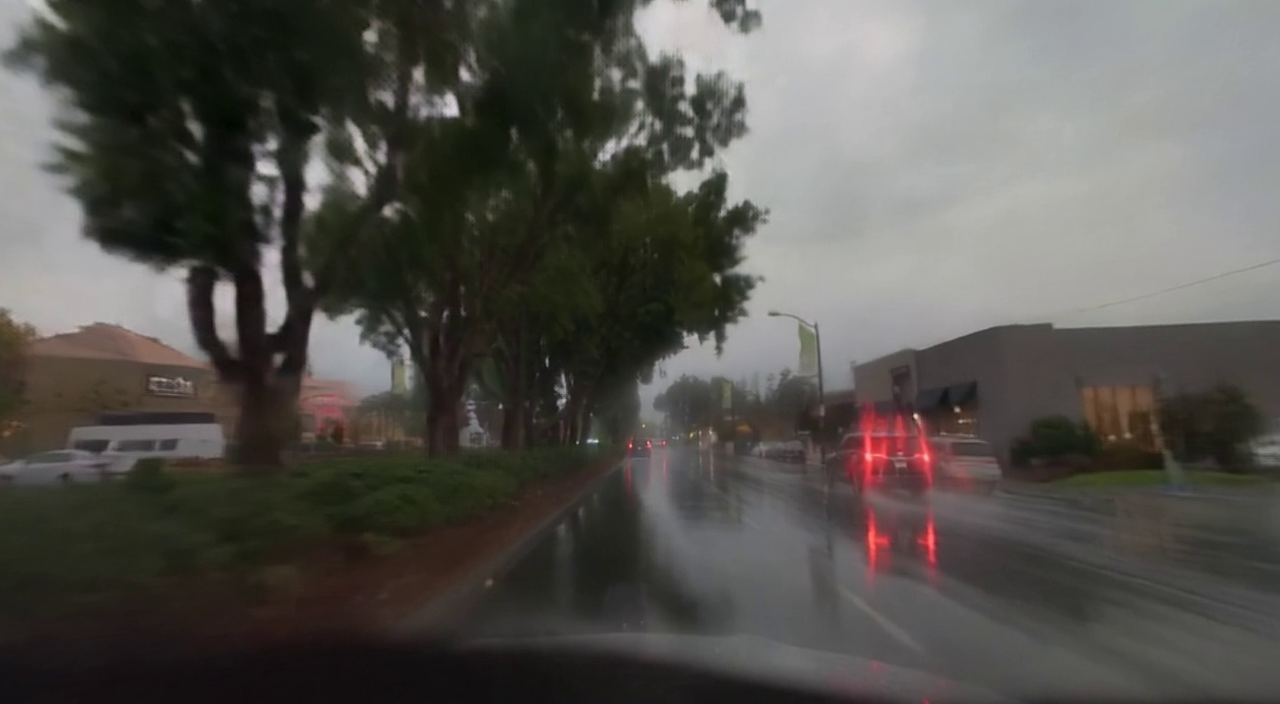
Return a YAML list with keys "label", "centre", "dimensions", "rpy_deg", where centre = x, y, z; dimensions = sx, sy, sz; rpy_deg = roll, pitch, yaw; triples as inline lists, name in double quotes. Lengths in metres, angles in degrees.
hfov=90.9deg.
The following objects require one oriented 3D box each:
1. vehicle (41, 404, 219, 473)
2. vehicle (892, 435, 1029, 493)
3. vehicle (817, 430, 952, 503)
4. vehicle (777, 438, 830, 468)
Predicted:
- label: "vehicle"
  centre: [-25.946, 4.453, 32.354]
  dimensions: [6.540, 3.375, 2.751]
  rpy_deg: [0, -8, 0]
- label: "vehicle"
  centre: [10.761, 3.767, 21.674]
  dimensions: [2.244, 1.754, 4.791]
  rpy_deg: [0, -8, 1]
- label: "vehicle"
  centre: [6.168, 2.923, 16.460]
  dimensions: [2.072, 1.669, 3.836]
  rpy_deg: [0, -8, 2]
- label: "vehicle"
  centre: [10.678, 6.625, 41.559]
  dimensions: [2.096, 1.780, 5.128]
  rpy_deg: [0, -8, 0]
